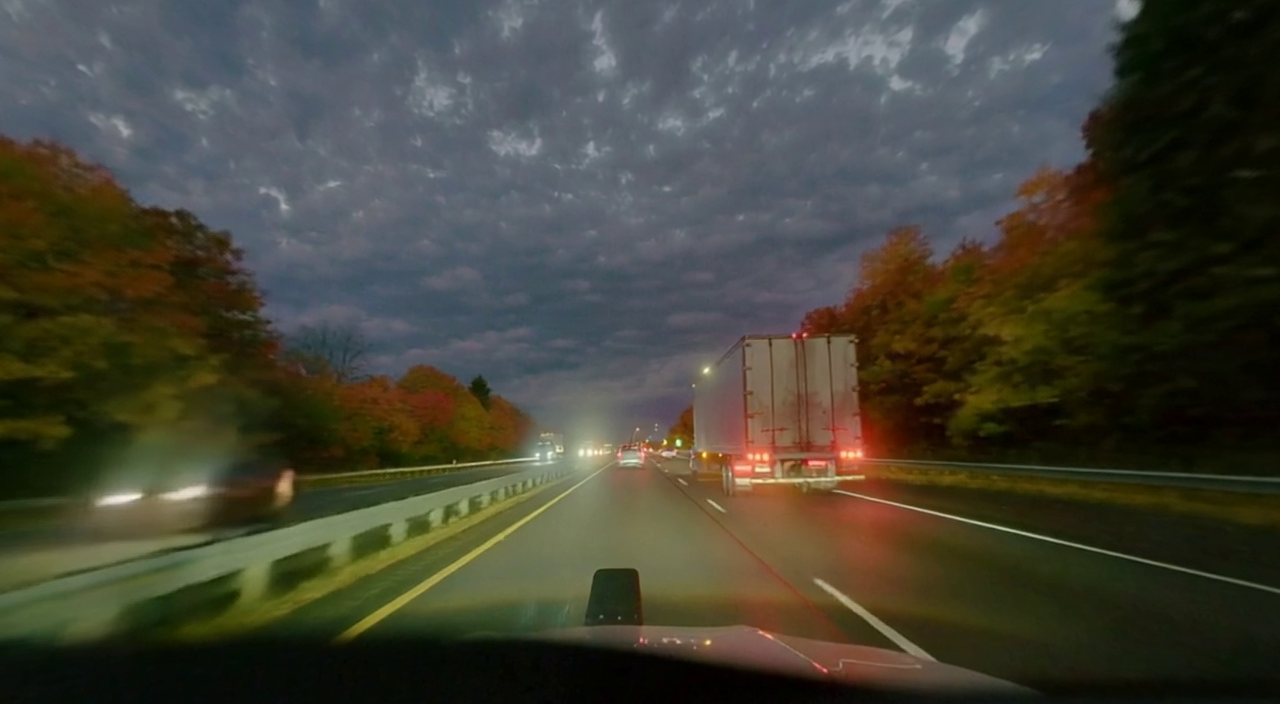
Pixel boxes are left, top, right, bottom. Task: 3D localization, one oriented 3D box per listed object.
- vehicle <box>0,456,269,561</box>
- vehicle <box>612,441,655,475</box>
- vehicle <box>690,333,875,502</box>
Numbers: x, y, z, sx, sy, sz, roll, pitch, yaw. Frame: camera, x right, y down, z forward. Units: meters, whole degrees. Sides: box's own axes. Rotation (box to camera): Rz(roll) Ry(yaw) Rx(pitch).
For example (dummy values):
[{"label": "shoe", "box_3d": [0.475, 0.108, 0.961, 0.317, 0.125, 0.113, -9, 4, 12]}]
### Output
[{"label": "vehicle", "box_3d": [-9.096, 2.732, 11.618, 1.994, 1.505, 4.005, 0, -9, -1]}, {"label": "vehicle", "box_3d": [-0.364, 5.722, 34.062, 2.151, 1.693, 4.201, 0, -9, -1]}, {"label": "vehicle", "box_3d": [3.965, 2.592, 22.013, 3.068, 4.042, 13.787, 0, -9, -1]}]
